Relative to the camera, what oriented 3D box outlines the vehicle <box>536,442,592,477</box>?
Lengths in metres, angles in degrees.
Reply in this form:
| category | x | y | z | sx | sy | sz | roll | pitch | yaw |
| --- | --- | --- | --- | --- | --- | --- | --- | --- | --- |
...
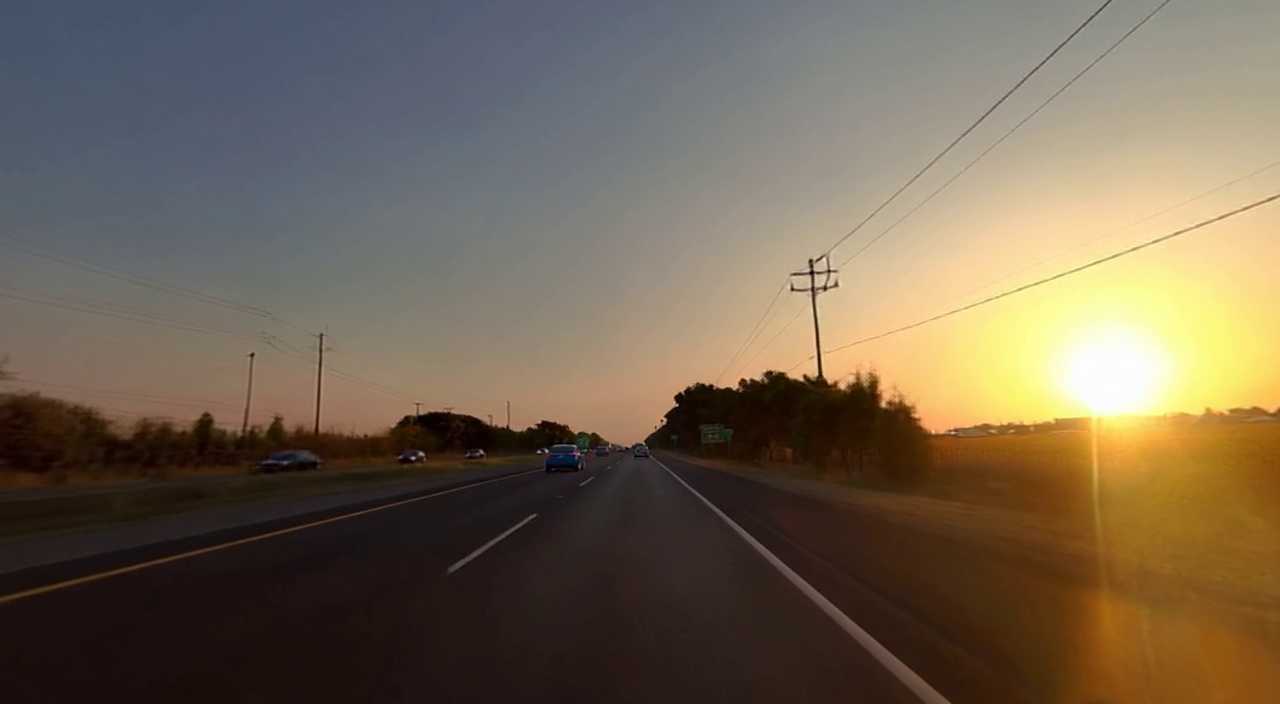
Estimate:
| category | x | y | z | sx | sy | sz | roll | pitch | yaw |
| --- | --- | --- | --- | --- | --- | --- | --- | --- | --- |
| vehicle | -3.656 | 5.283 | 31.180 | 2.120 | 1.597 | 4.810 | 0 | -9 | 1 |

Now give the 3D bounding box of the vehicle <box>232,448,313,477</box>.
| category | x | y | z | sx | sy | sz | roll | pitch | yaw |
| --- | --- | --- | --- | --- | --- | --- | --- | --- | --- |
| vehicle | -21.129 | 6.352 | 36.481 | 1.890 | 1.556 | 4.589 | 0 | -9 | 0 |
